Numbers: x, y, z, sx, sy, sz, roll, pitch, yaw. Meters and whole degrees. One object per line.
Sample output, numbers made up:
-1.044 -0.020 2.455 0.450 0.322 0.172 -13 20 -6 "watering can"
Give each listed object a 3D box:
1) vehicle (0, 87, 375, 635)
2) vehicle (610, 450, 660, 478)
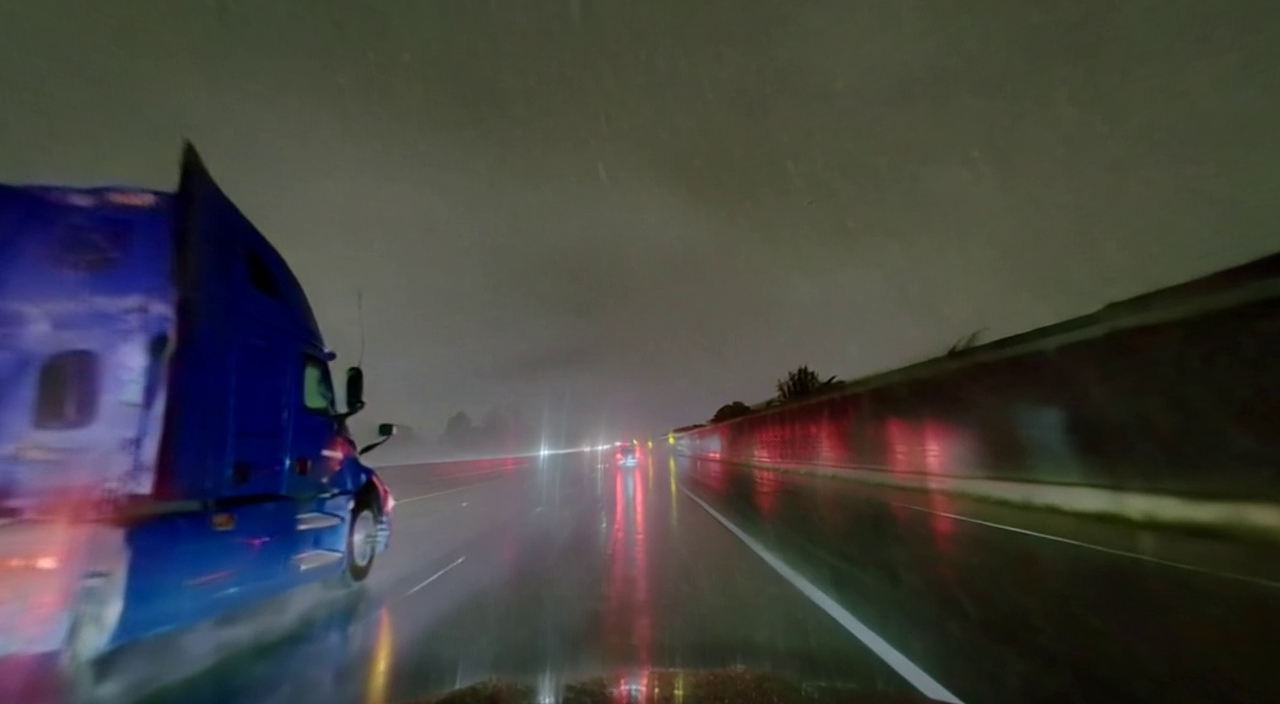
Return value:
-4.183 0.134 4.911 3.036 3.291 2.419 0 -9 -2 "vehicle"
-0.293 5.812 32.864 2.398 1.336 5.698 0 -9 -1 "vehicle"
